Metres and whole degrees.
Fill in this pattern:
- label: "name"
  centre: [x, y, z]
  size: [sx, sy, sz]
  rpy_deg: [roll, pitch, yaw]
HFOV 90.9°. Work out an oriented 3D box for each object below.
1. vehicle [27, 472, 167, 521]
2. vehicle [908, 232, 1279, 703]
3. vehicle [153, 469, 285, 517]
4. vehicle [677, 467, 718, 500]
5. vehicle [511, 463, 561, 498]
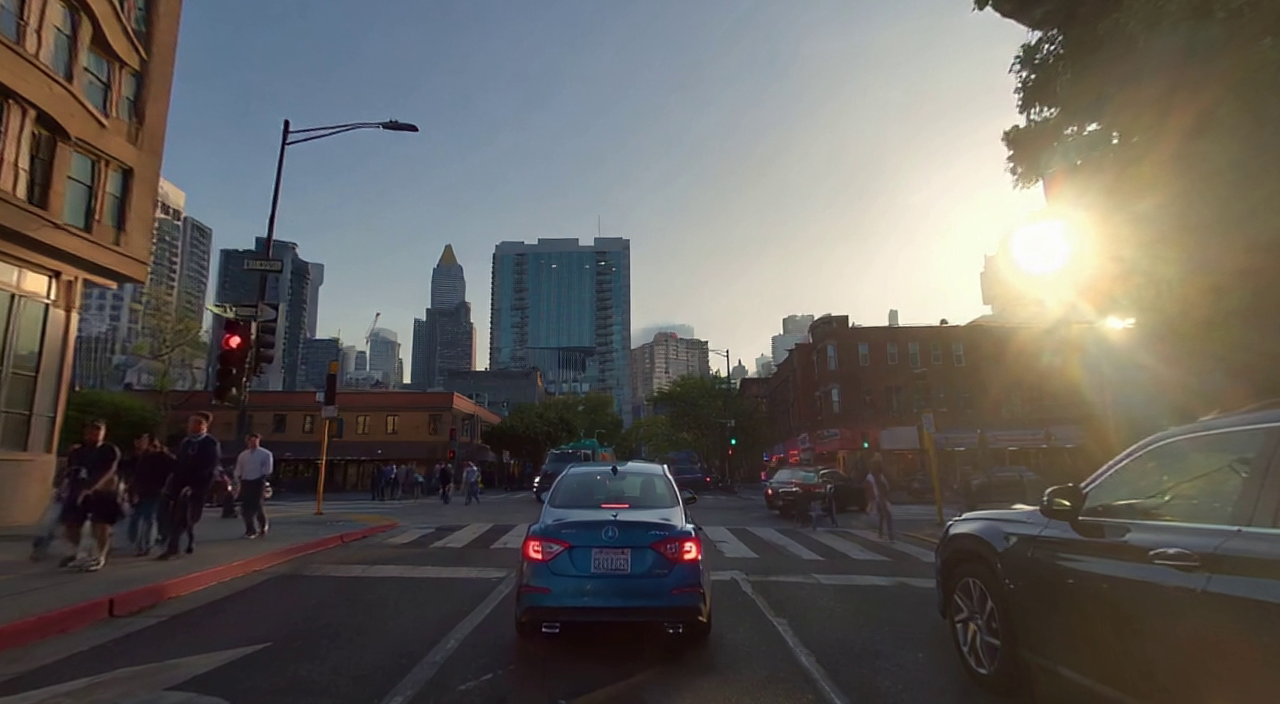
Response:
- label: "vehicle"
  centre: [-25.487, 6.769, 29.734]
  size: [4.588, 2.048, 2.110]
  rpy_deg: [0, -9, 0]
- label: "vehicle"
  centre: [3.215, 0.550, 1.281]
  size: [2.632, 1.979, 6.096]
  rpy_deg: [0, -9, 0]
- label: "vehicle"
  centre: [-19.776, 6.630, 29.748]
  size: [4.750, 2.083, 2.002]
  rpy_deg: [-1, -9, 3]
- label: "vehicle"
  centre: [3.467, 8.036, 38.835]
  size: [1.908, 1.741, 4.066]
  rpy_deg: [0, -9, -3]
- label: "vehicle"
  centre: [-6.349, 7.878, 39.004]
  size: [2.226, 1.896, 4.438]
  rpy_deg: [-1, -9, 1]
